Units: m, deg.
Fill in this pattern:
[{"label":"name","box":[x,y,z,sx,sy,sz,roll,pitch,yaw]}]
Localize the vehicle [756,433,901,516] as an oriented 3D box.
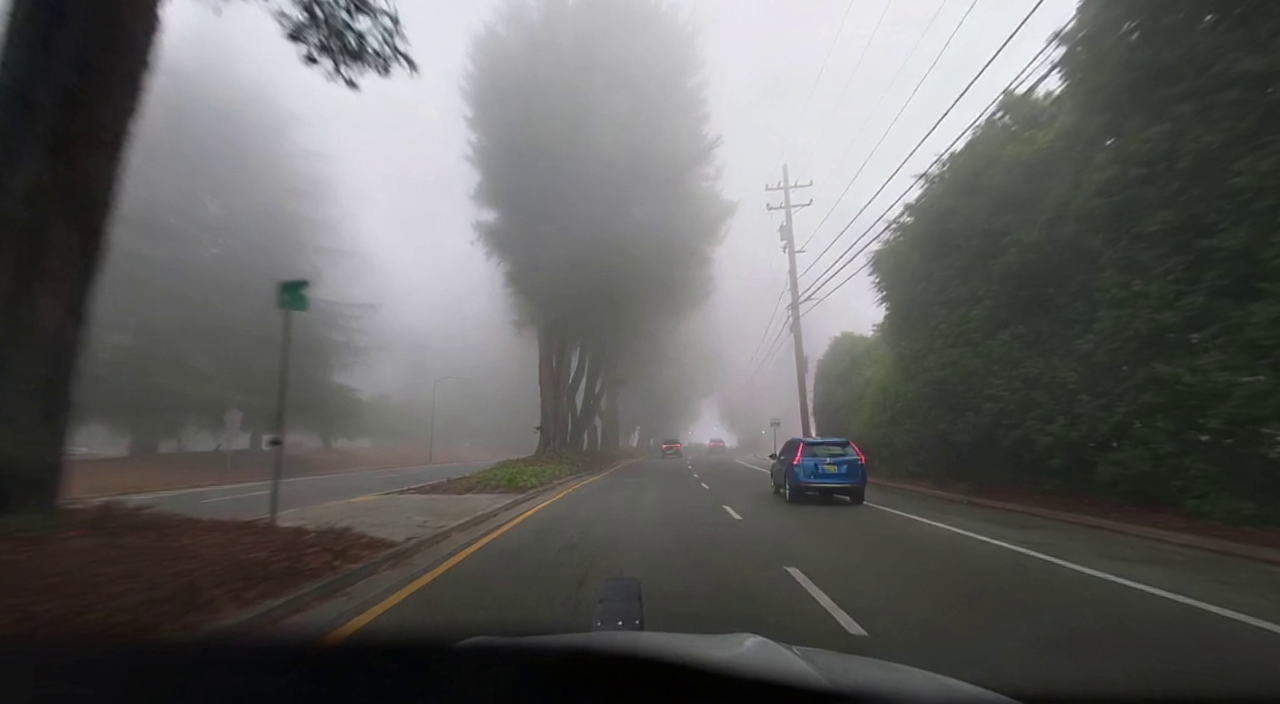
[{"label":"vehicle","box":[3.897,2.586,13.902,1.881,1.512,4.294,-1,-8,1]}]
